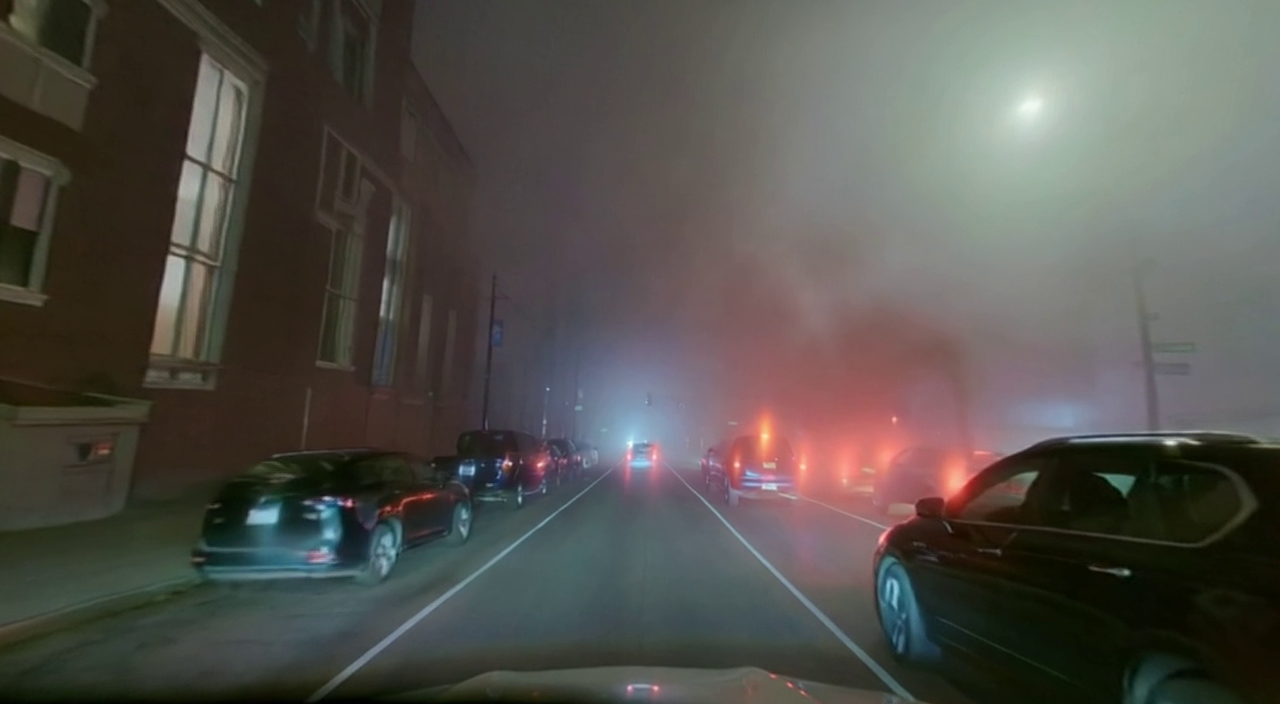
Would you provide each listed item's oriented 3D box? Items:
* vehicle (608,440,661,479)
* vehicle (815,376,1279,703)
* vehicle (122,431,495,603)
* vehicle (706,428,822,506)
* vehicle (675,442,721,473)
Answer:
[{"bbox_3d":[-0.194,4.385,25.861,2.007,1.460,3.923,0,-8,0],"label":"vehicle"},{"bbox_3d":[2.462,1.007,2.735,2.080,1.495,4.591,0,-8,0],"label":"vehicle"},{"bbox_3d":[-3.451,1.791,7.909,1.972,1.471,4.795,0,-8,2],"label":"vehicle"},{"bbox_3d":[2.975,2.869,16.147,2.002,1.707,4.547,0,-8,0],"label":"vehicle"},{"bbox_3d":[2.966,5.544,33.206,1.966,1.475,4.528,0,-8,0],"label":"vehicle"}]
